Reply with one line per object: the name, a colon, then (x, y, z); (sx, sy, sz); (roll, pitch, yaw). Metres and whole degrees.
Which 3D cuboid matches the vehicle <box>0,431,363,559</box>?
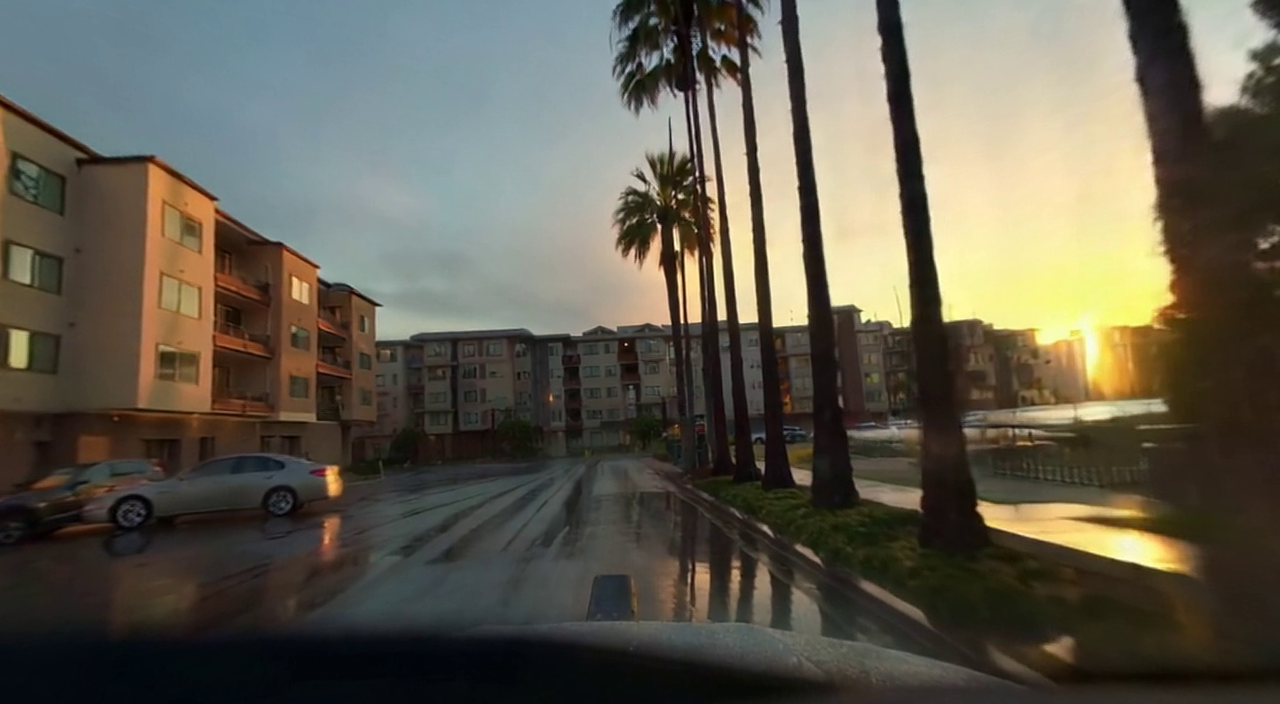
vehicle: (-7.187, 2.147, 9.955); (4.803, 1.520, 1.894); (-2, -7, -6)
